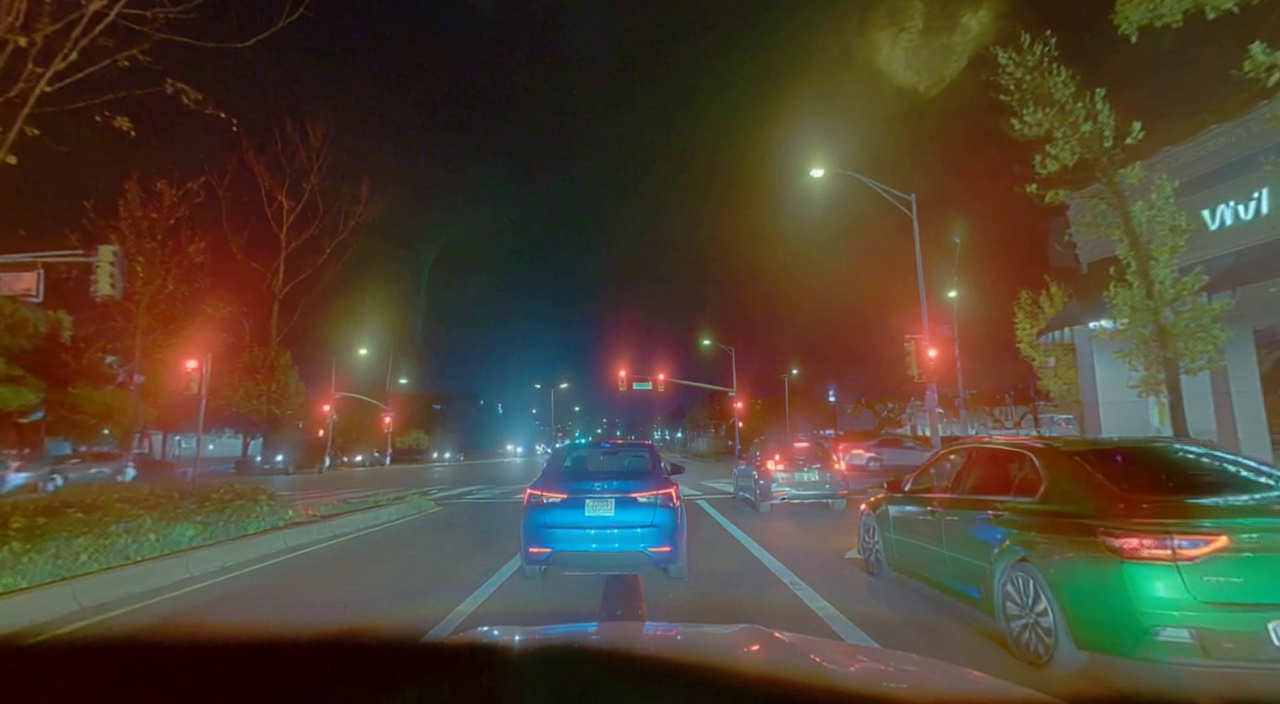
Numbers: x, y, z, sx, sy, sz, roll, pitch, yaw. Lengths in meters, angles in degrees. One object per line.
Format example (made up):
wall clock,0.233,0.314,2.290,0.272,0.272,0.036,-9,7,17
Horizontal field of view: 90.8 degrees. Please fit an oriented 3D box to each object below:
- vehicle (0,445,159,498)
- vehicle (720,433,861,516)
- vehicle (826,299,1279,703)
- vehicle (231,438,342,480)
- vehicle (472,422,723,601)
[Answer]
vehicle,-21.403,4.455,24.108,2.233,1.782,4.862,0,-8,0
vehicle,3.155,2.667,14.321,2.026,1.549,4.559,0,-8,-1
vehicle,3.575,1.110,5.053,2.572,1.945,5.065,0,-8,0
vehicle,-17.968,5.455,32.579,2.308,1.903,5.813,0,-8,1
vehicle,-0.385,1.654,7.401,2.143,1.520,3.848,0,-8,-1
